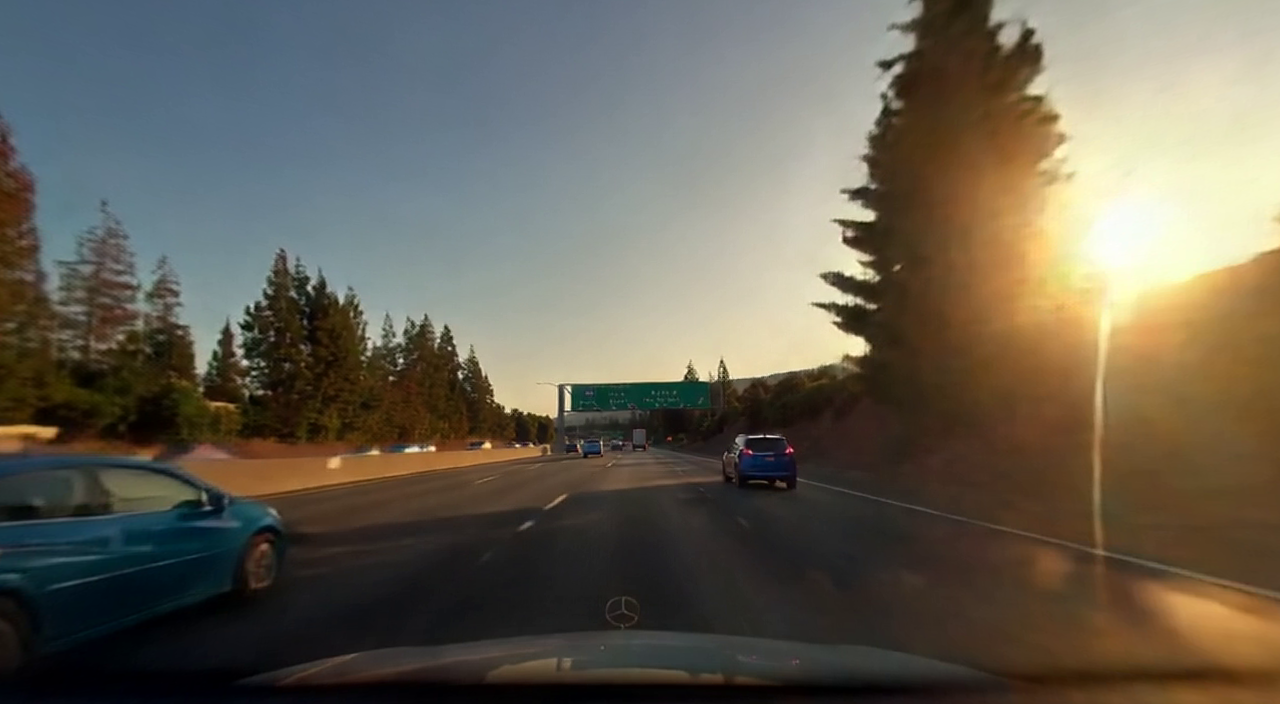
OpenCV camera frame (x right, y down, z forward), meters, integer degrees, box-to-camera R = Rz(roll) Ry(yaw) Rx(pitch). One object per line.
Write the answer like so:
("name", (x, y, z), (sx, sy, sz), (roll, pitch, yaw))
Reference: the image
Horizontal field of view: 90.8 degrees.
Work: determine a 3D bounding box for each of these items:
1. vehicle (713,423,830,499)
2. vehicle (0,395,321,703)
("vehicle", (3.225, 2.779, 16.396), (2.053, 1.714, 4.097), (0, -9, -1))
("vehicle", (-3.998, 1.050, 3.265), (2.118, 1.573, 4.940), (0, -9, 0))
